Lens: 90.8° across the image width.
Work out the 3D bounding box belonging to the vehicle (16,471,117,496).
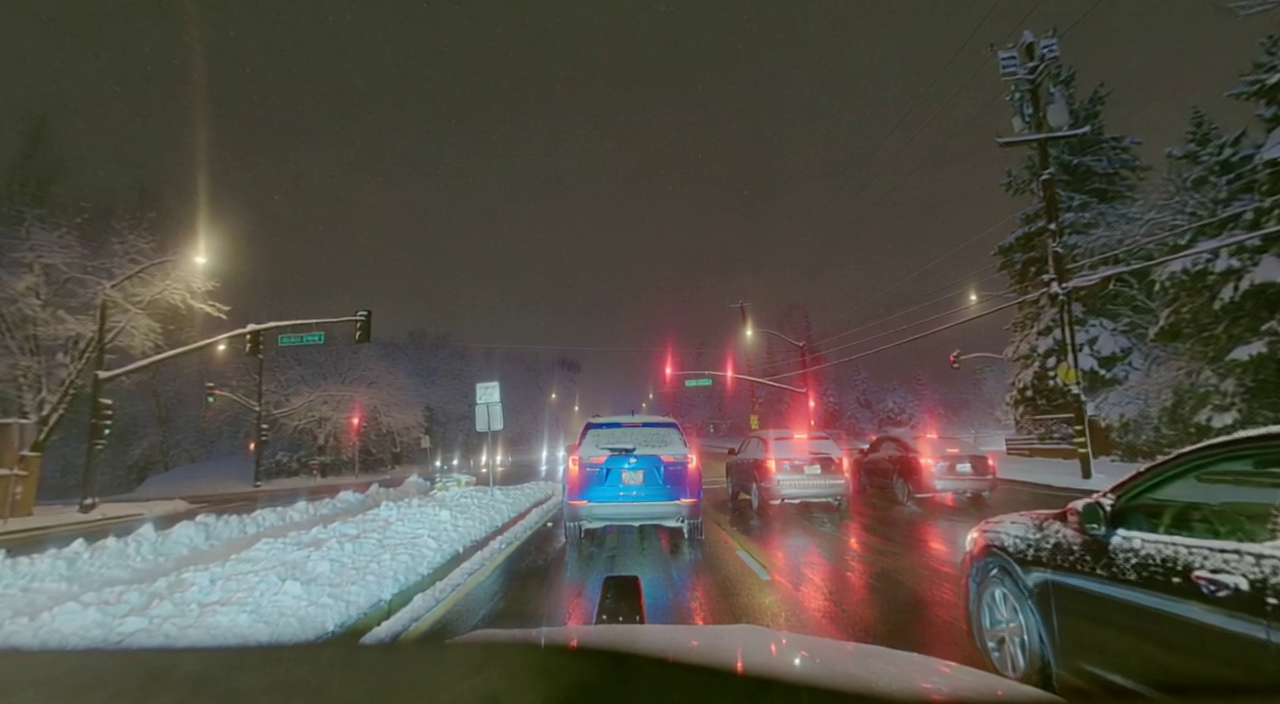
[{"bbox_3d":[-38.331,8.776,42.324,4.569,1.505,1.992,0,-9,-5],"label":"vehicle"}]

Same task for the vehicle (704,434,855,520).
[{"bbox_3d":[2.671,2.510,13.283,2.025,1.477,4.333,0,-8,-2],"label":"vehicle"}]

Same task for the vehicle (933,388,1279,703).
[{"bbox_3d":[2.731,0.796,1.479,2.004,1.460,4.297,0,-9,0],"label":"vehicle"}]

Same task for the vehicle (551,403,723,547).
[{"bbox_3d":[-0.117,1.971,10.764,2.236,1.856,4.816,0,-9,-2],"label":"vehicle"}]
